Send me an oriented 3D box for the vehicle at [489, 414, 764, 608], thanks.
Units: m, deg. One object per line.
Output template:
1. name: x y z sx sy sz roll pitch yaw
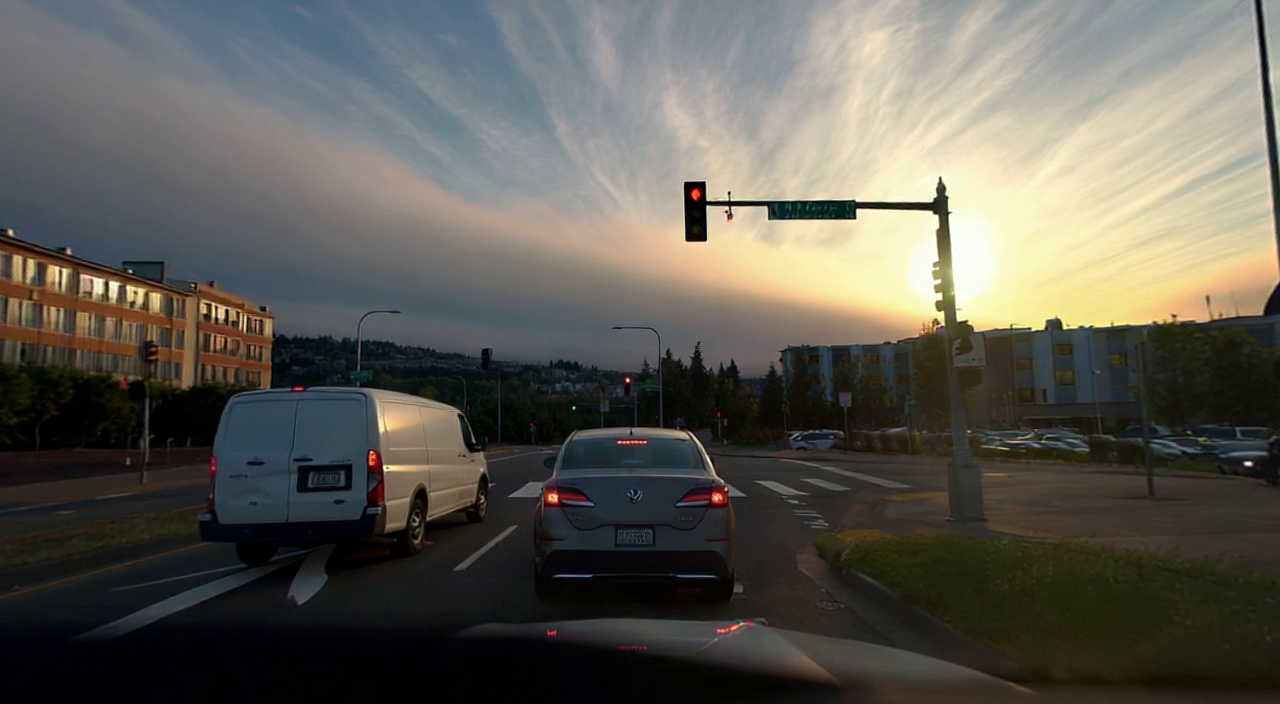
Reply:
1. vehicle: -0.109 1.465 6.778 2.064 1.452 3.942 0 -8 0

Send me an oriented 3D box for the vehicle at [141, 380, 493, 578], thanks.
1. vehicle: -3.583 1.510 8.425 2.076 1.820 5.100 0 -8 -1
